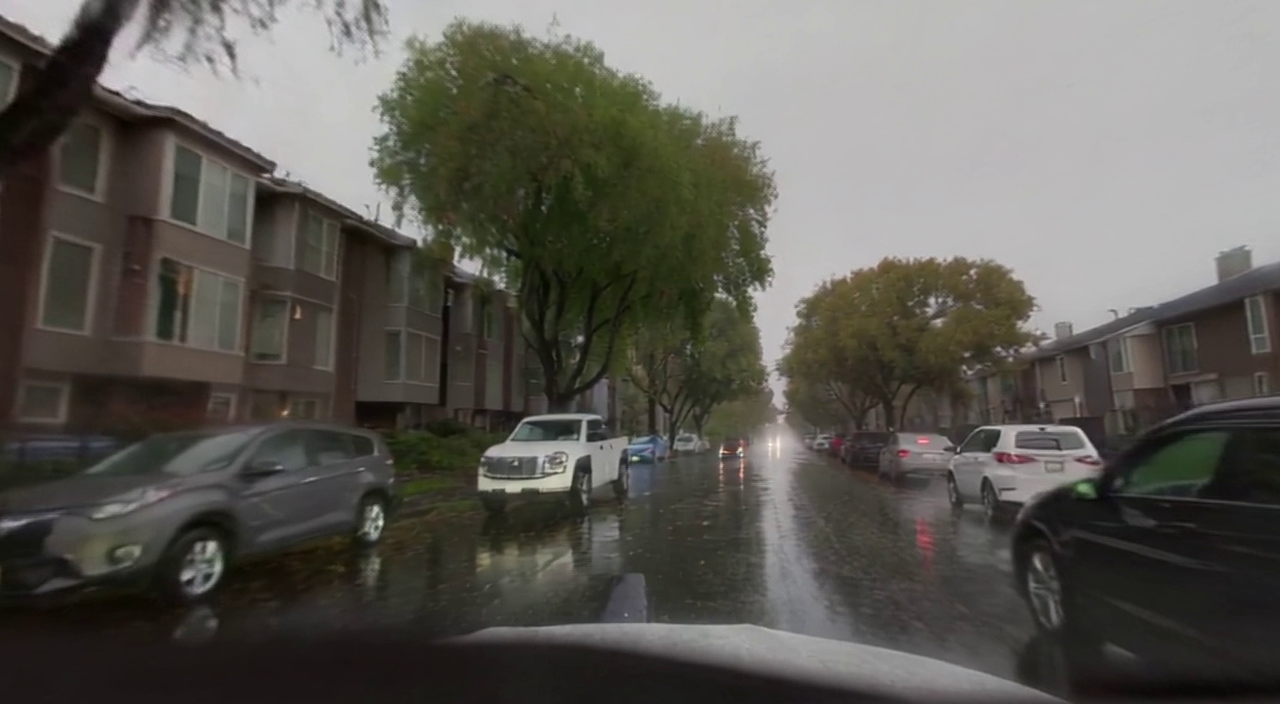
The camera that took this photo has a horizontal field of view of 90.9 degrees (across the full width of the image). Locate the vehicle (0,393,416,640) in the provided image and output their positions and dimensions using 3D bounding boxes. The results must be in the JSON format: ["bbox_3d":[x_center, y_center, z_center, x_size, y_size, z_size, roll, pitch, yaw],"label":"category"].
[{"bbox_3d":[-4.613,1.543,7.040,2.002,1.774,4.568,-2,-8,8],"label":"vehicle"}]

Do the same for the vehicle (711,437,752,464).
[{"bbox_3d":[5.422,5.794,37.059,1.971,1.476,4.593,-2,-9,13],"label":"vehicle"}]

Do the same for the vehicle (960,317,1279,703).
[{"bbox_3d":[3.202,0.801,2.388,2.055,1.717,5.172,-2,-8,10],"label":"vehicle"}]

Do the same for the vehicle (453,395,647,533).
[{"bbox_3d":[-1.383,2.068,12.166,2.197,2.047,4.985,-2,-8,10],"label":"vehicle"}]
